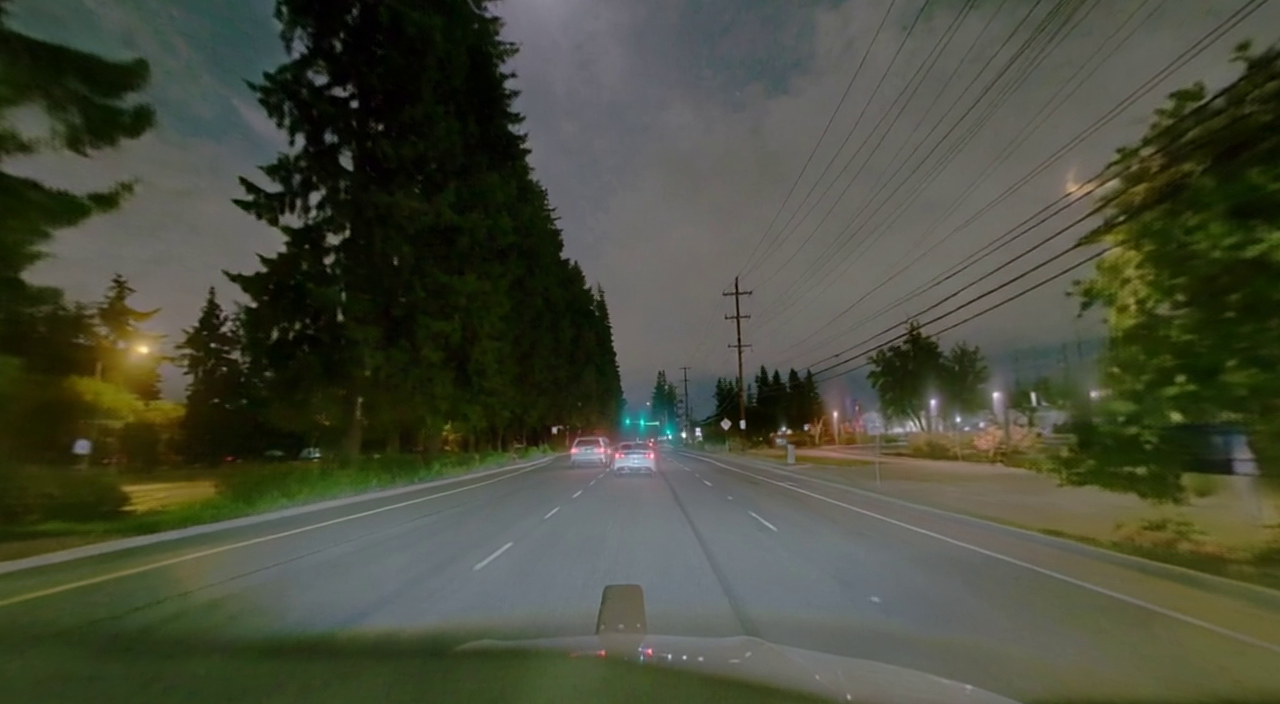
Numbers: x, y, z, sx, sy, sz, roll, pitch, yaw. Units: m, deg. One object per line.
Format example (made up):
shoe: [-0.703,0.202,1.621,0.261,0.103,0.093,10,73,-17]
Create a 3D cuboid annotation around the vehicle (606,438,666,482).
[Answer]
vehicle: [-0.137,3.933,23.216,1.991,1.463,3.988,0,-8,0]
